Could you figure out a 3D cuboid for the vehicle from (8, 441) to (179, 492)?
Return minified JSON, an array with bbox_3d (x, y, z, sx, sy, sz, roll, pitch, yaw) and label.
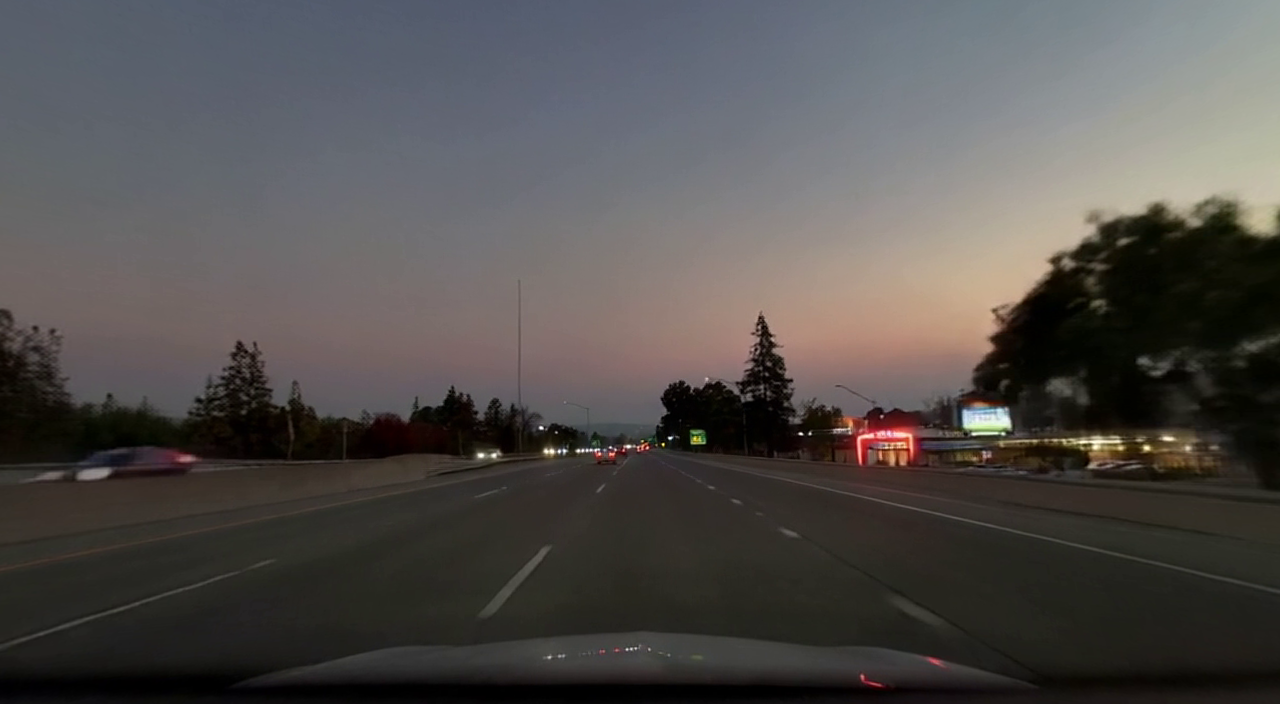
[{"bbox_3d":[-23.710,4.965,27.784,2.317,1.961,5.761,0,-9,0],"label":"vehicle"}]
